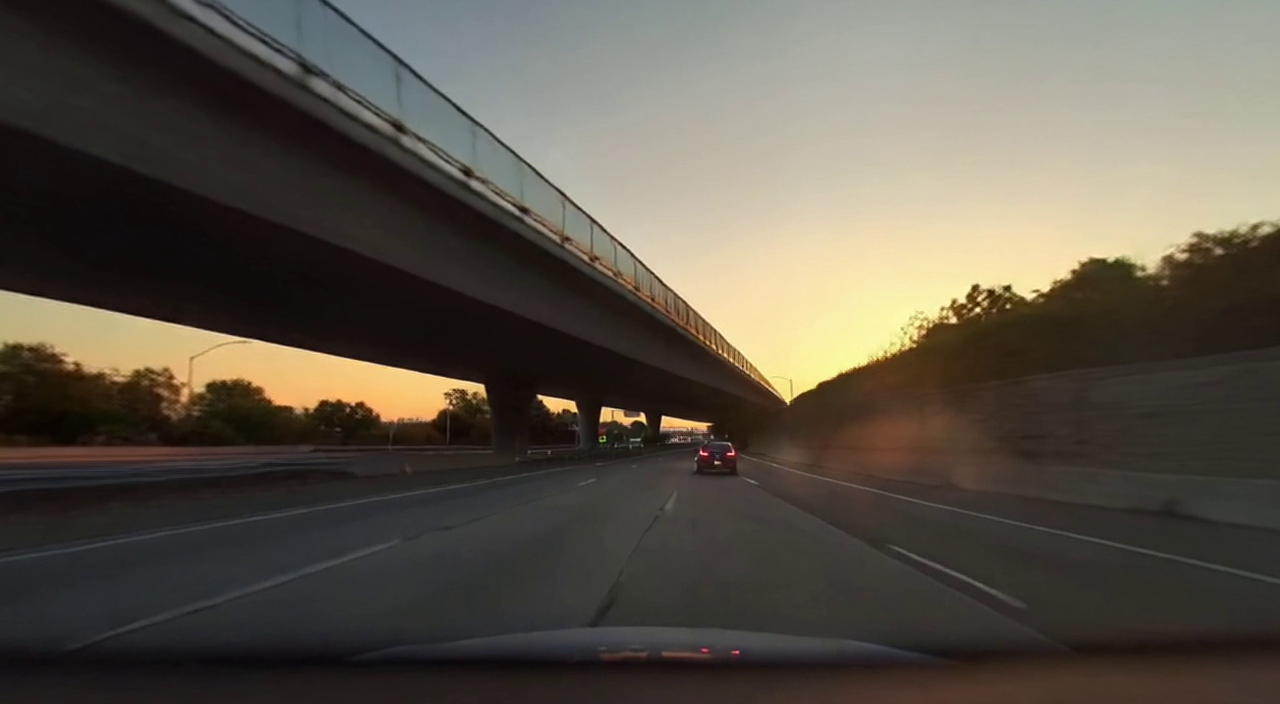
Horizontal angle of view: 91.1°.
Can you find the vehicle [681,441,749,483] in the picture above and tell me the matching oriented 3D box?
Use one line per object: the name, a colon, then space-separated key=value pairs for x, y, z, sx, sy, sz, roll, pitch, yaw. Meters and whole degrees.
vehicle: x=2.710 y=4.097 z=23.693 sx=2.124 sy=1.405 sz=4.398 roll=0 pitch=-8 yaw=1
